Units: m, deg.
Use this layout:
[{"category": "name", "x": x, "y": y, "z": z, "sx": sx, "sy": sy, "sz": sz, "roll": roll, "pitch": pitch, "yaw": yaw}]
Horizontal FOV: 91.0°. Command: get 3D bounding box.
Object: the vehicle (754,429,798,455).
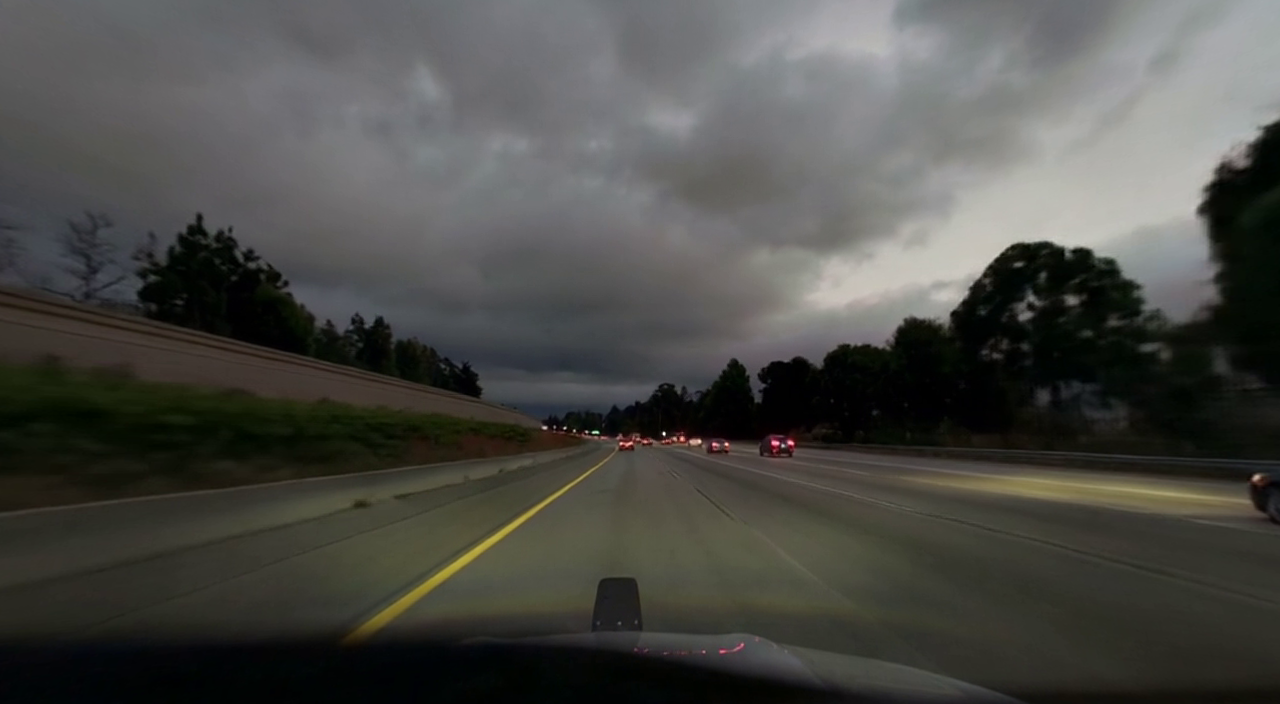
[{"category": "vehicle", "x": 10.006, "y": 6.690, "z": 46.634, "sx": 2.077, "sy": 1.763, "sz": 4.472, "roll": 1, "pitch": -8, "yaw": -2}]
